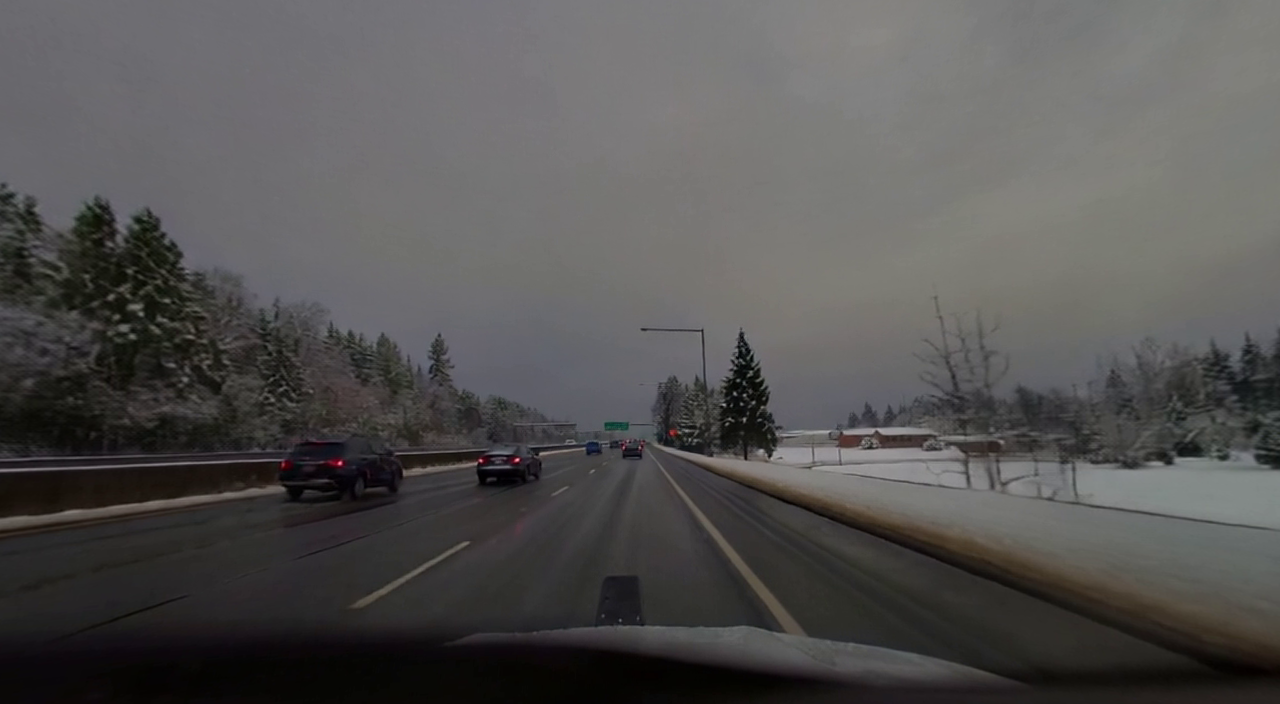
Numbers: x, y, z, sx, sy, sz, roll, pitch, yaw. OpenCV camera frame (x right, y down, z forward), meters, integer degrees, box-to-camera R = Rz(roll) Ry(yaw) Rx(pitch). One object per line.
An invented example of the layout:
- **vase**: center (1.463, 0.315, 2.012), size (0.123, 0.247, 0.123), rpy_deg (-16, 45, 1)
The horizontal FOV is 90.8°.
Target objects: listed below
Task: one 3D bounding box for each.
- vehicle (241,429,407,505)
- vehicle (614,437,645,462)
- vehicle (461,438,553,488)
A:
- **vehicle**: center (-8.403, 3.087, 17.430), size (2.091, 1.795, 4.617), rpy_deg (-1, -8, 1)
- **vehicle**: center (-0.757, 7.314, 47.330), size (2.179, 1.742, 4.396), rpy_deg (0, -8, 0)
- **vehicle**: center (-4.562, 3.881, 22.523), size (2.102, 1.562, 4.884), rpy_deg (-1, -8, 2)
